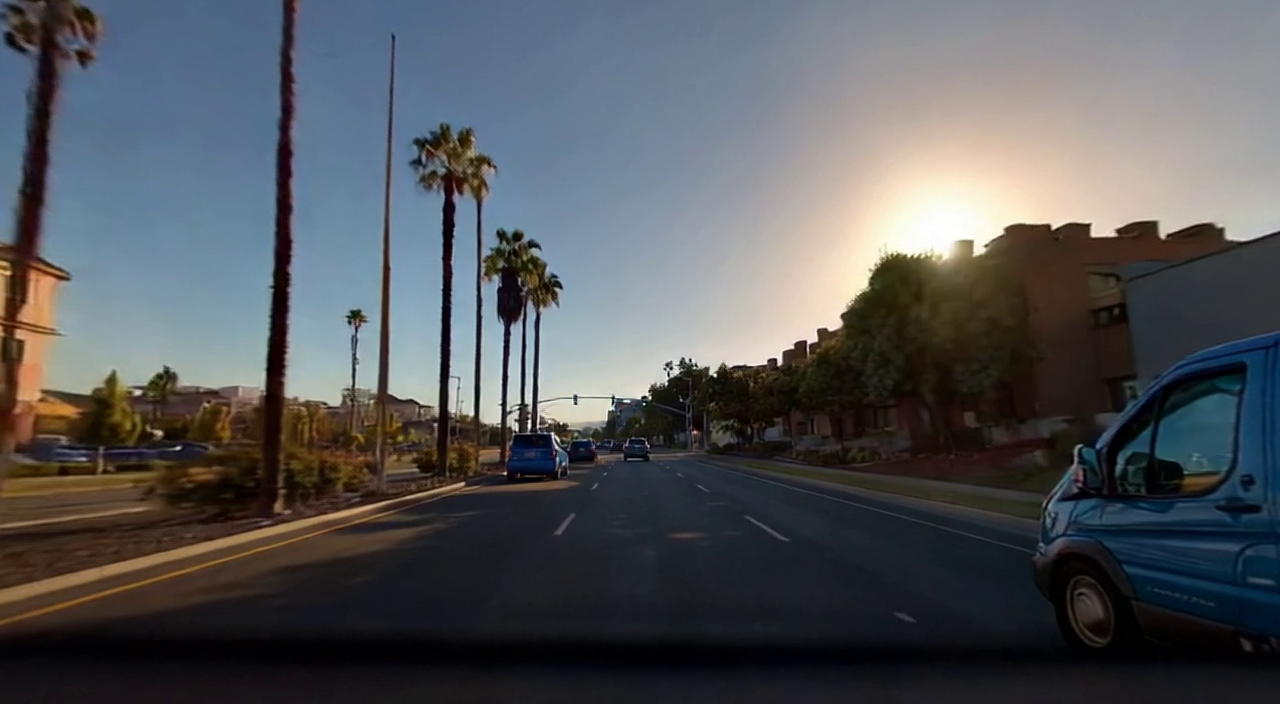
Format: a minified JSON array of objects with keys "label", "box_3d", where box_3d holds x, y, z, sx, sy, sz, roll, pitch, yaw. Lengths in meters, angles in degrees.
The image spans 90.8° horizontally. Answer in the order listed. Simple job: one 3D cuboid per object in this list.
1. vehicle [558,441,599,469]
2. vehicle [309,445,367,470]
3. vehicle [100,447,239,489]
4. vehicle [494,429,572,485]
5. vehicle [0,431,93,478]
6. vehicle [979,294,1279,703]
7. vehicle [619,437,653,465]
[{"label":"vehicle","box_3d":[-3.302,5.591,34.469,1.869,1.454,4.142,0,-8,-1]},{"label":"vehicle","box_3d":[-22.182,7.744,46.601,1.994,1.651,4.681,-1,-8,-1]},{"label":"vehicle","box_3d":[-18.678,4.590,25.422,1.911,1.479,4.713,0,-9,1]},{"label":"vehicle","box_3d":[-3.527,3.559,21.612,1.967,1.703,4.157,0,-8,0]},{"label":"vehicle","box_3d":[-30.180,4.948,30.540,5.583,2.103,2.086,-1,-6,2]},{"label":"vehicle","box_3d":[3.633,0.688,2.125,2.234,1.912,4.847,0,-8,0]},{"label":"vehicle","box_3d":[-0.291,6.725,42.939,2.191,1.761,3.857,0,-8,-2]}]
